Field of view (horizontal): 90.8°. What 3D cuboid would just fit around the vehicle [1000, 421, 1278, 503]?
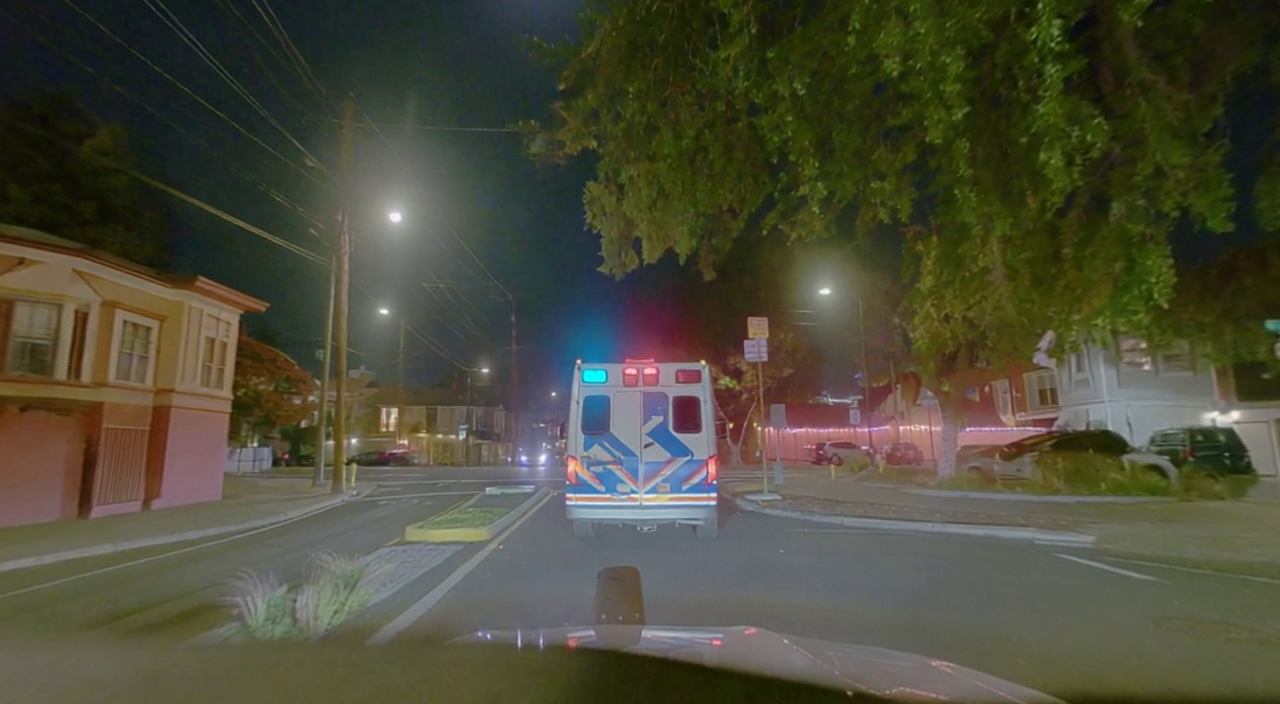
[{"bbox_3d":[13.157,2.945,17.128,5.270,1.966,2.329,-2,-8,11],"label":"vehicle"}]

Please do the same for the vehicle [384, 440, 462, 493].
[{"bbox_3d":[-8.502,4.335,24.484,2.290,1.776,4.947,3,-9,-24],"label":"vehicle"}]

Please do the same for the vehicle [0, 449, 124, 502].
[{"bbox_3d":[-18.771,3.708,19.162,4.412,1.468,1.914,0,-8,-3],"label":"vehicle"}]

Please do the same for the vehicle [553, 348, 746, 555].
[{"bbox_3d":[0.141,1.659,10.903,2.444,2.640,5.482,0,-8,1],"label":"vehicle"}]
